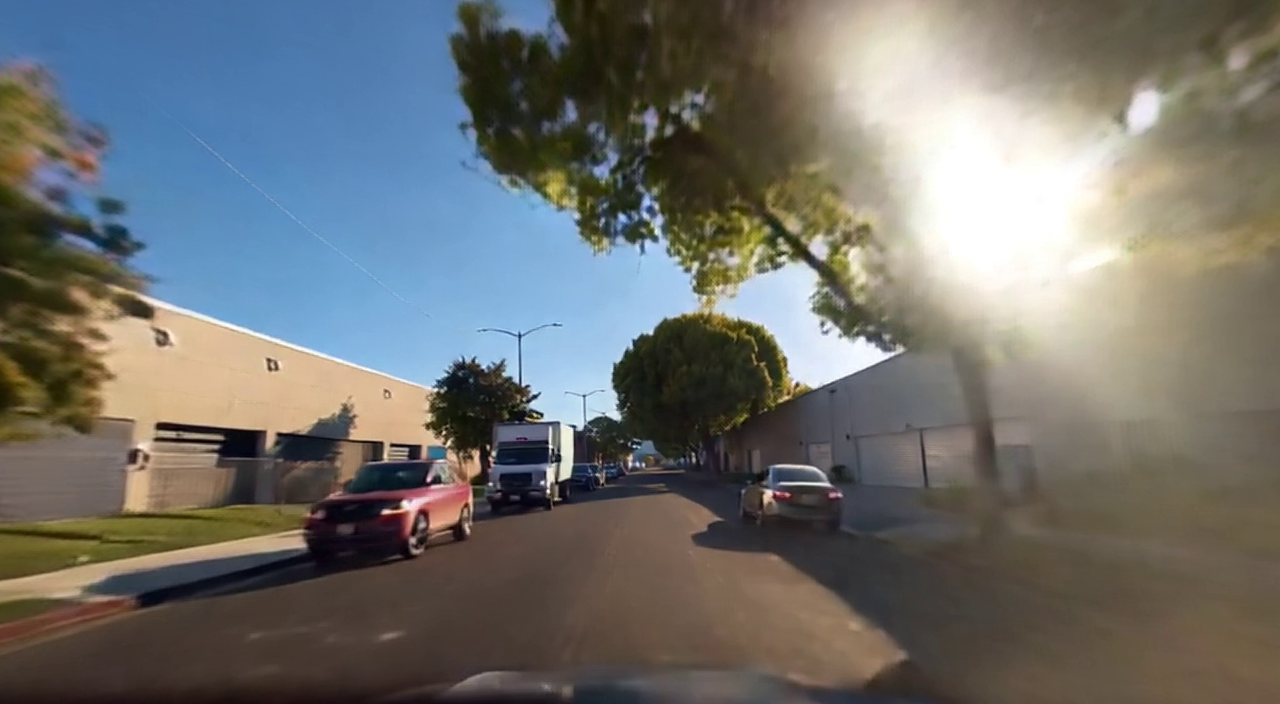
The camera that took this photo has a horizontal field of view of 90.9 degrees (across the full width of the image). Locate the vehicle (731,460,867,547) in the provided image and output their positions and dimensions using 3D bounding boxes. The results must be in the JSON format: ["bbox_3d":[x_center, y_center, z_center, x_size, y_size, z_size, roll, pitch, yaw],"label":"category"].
[{"bbox_3d":[3.036,2.991,12.905,1.819,1.446,3.909,1,-11,1],"label":"vehicle"}]

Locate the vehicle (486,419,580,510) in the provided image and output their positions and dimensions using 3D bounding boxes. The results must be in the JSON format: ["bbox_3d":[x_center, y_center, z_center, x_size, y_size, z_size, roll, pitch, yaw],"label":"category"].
[{"bbox_3d":[-3.504,3.930,21.996,2.242,2.726,5.581,1,-11,0],"label":"vehicle"}]

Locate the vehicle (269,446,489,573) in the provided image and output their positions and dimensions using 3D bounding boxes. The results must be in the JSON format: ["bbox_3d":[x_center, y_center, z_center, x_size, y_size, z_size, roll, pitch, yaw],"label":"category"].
[{"bbox_3d":[-3.893,2.417,10.199,1.835,1.625,3.674,0,-11,2],"label":"vehicle"}]

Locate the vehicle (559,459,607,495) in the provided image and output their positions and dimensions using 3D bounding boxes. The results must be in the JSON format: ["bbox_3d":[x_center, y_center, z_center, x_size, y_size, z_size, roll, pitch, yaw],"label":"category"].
[{"bbox_3d":[-2.917,6.529,33.220,1.886,1.640,4.311,1,-8,2],"label":"vehicle"}]
